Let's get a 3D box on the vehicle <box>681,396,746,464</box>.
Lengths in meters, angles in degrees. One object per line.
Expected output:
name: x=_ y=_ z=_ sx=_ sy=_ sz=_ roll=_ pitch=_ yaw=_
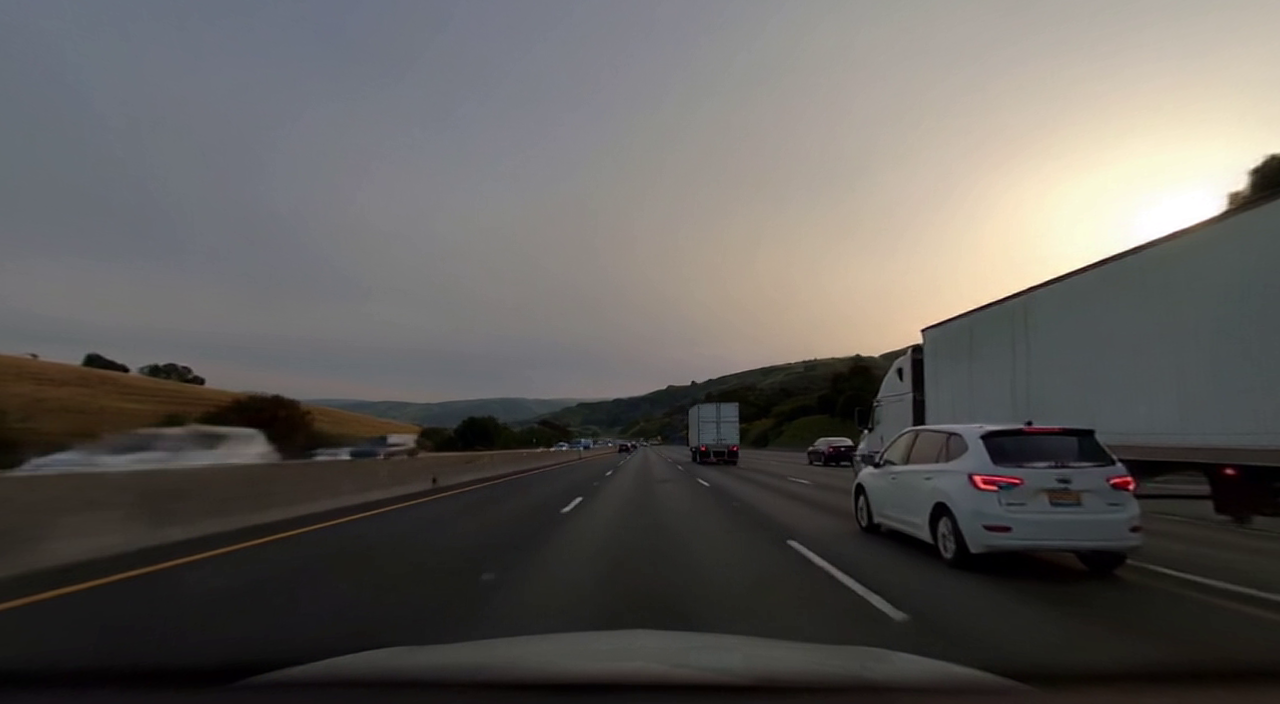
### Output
vehicle: x=4.649 y=5.391 z=42.351 sx=3.049 sy=3.968 sz=10.706 roll=0 pitch=-8 yaw=0

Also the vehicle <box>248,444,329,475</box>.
vehicle: x=-20.093 y=6.136 z=36.262 sx=2.005 sy=1.679 sz=4.481 roll=0 pitch=-9 yaw=1

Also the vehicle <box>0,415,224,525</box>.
vehicle: x=-9.161 y=1.852 z=10.536 sx=1.794 sy=1.488 sz=3.755 roll=-1 pitch=-7 yaw=1

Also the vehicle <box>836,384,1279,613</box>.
vehicle: x=3.892 y=1.425 z=6.973 sx=2.055 sy=1.737 sz=4.224 roll=0 pitch=-9 yaw=0

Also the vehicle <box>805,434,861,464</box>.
vehicle: x=11.997 y=6.059 z=39.493 sx=2.046 sy=1.741 sz=4.769 roll=0 pitch=-9 yaw=0

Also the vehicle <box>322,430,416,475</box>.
vehicle: x=-14.869 y=5.539 z=35.053 sx=2.496 sy=2.265 sz=5.849 roll=0 pitch=-9 yaw=1
